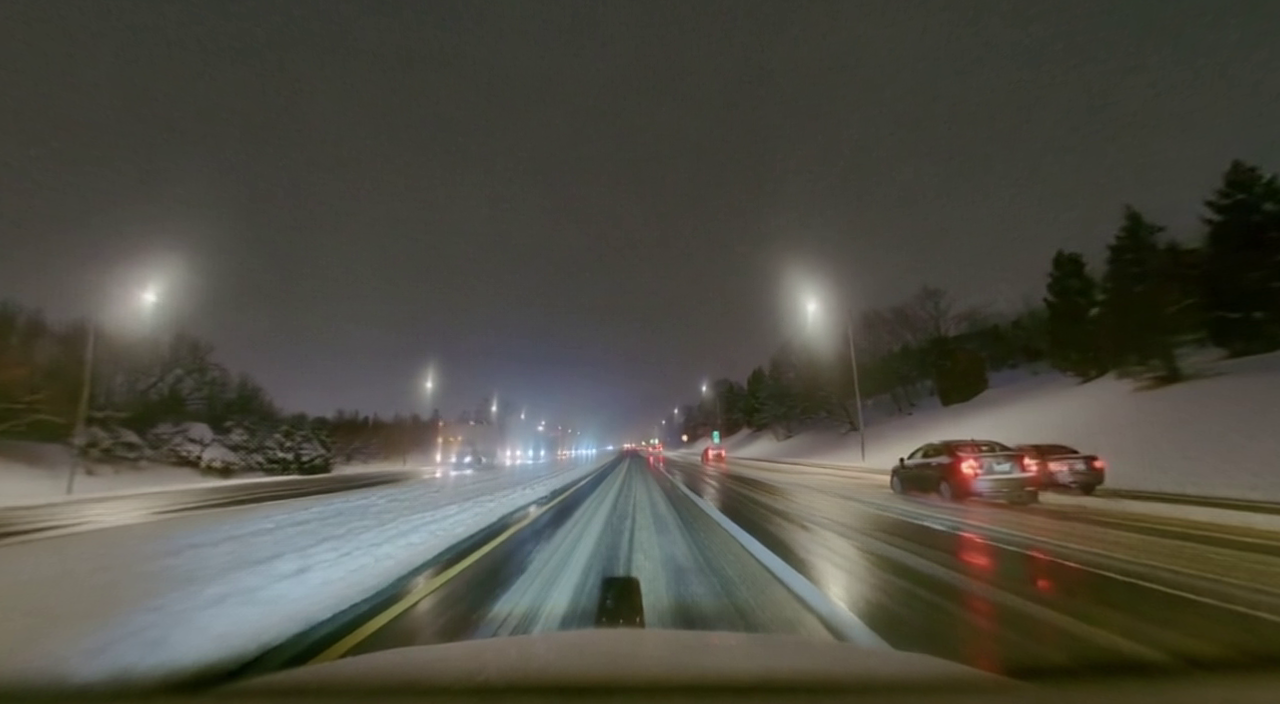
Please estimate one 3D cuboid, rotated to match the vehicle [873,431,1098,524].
[{"bbox_3d":[6.724,2.479,13.066,1.901,1.548,4.684,0,-9,-1],"label":"vehicle"}]
